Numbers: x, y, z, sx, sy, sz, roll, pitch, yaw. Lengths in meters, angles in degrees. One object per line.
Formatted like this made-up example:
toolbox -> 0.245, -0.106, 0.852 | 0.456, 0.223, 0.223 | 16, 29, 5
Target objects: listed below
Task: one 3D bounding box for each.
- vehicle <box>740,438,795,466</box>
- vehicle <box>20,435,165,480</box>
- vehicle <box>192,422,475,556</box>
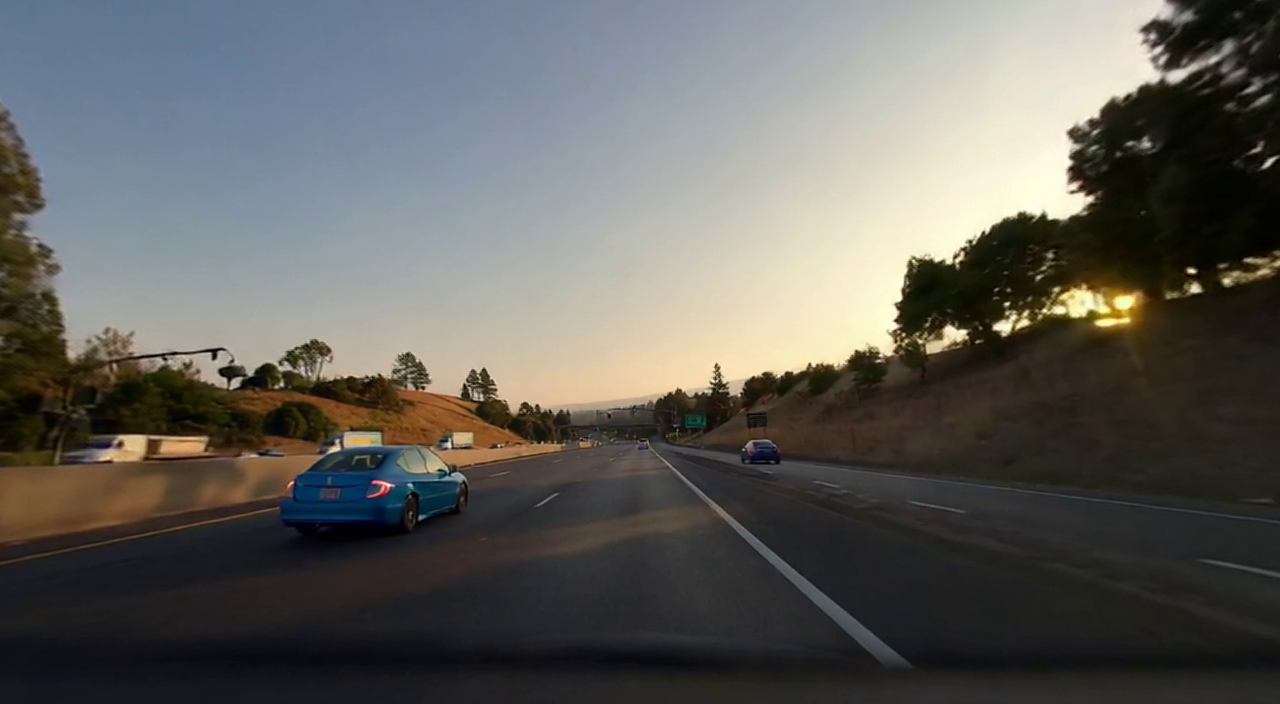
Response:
vehicle -> 7.333, 5.777, 36.588 | 2.049, 1.481, 4.774 | 0, -8, -2
vehicle -> -28.418, 5.477, 33.049 | 2.300, 2.162, 5.838 | 0, -8, 0
vehicle -> -4.106, 1.902, 9.507 | 1.987, 1.516, 4.478 | 0, -8, 0
